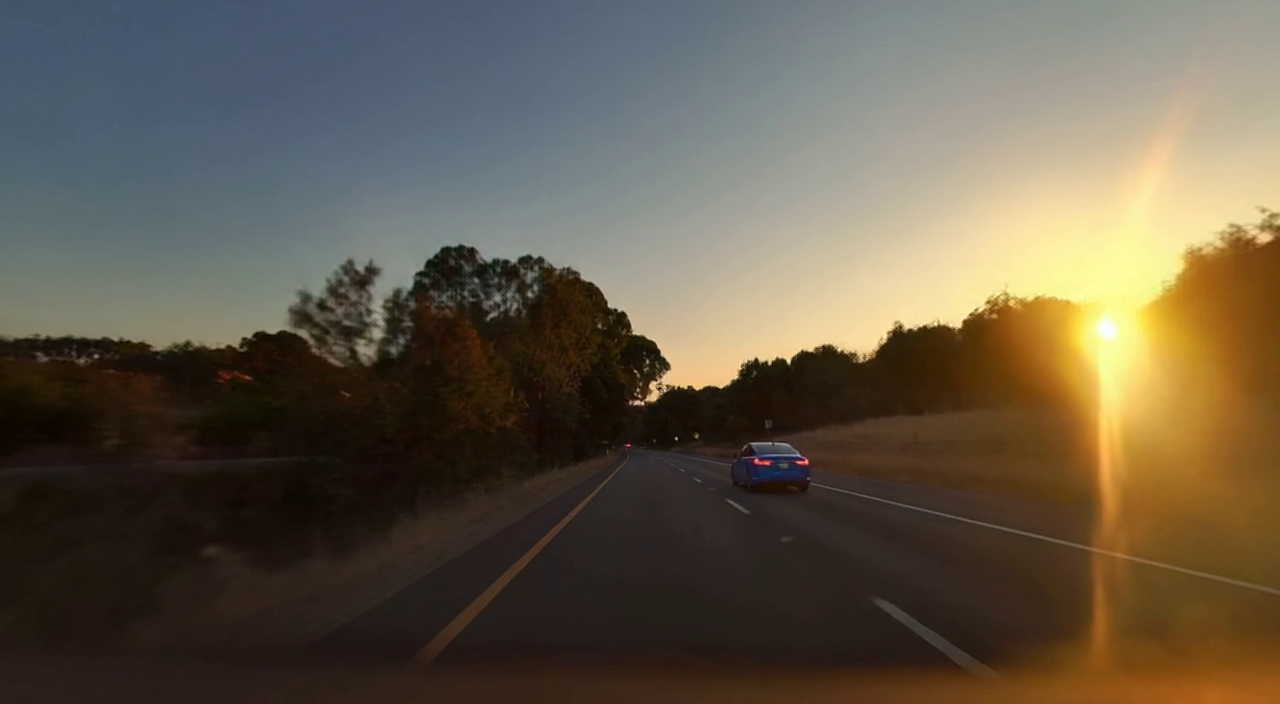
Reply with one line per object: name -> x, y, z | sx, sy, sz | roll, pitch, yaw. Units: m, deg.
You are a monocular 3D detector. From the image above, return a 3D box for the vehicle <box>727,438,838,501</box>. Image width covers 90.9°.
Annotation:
vehicle -> 3.687, 3.120, 17.176 | 2.003, 1.466, 4.441 | 0, -8, 0
